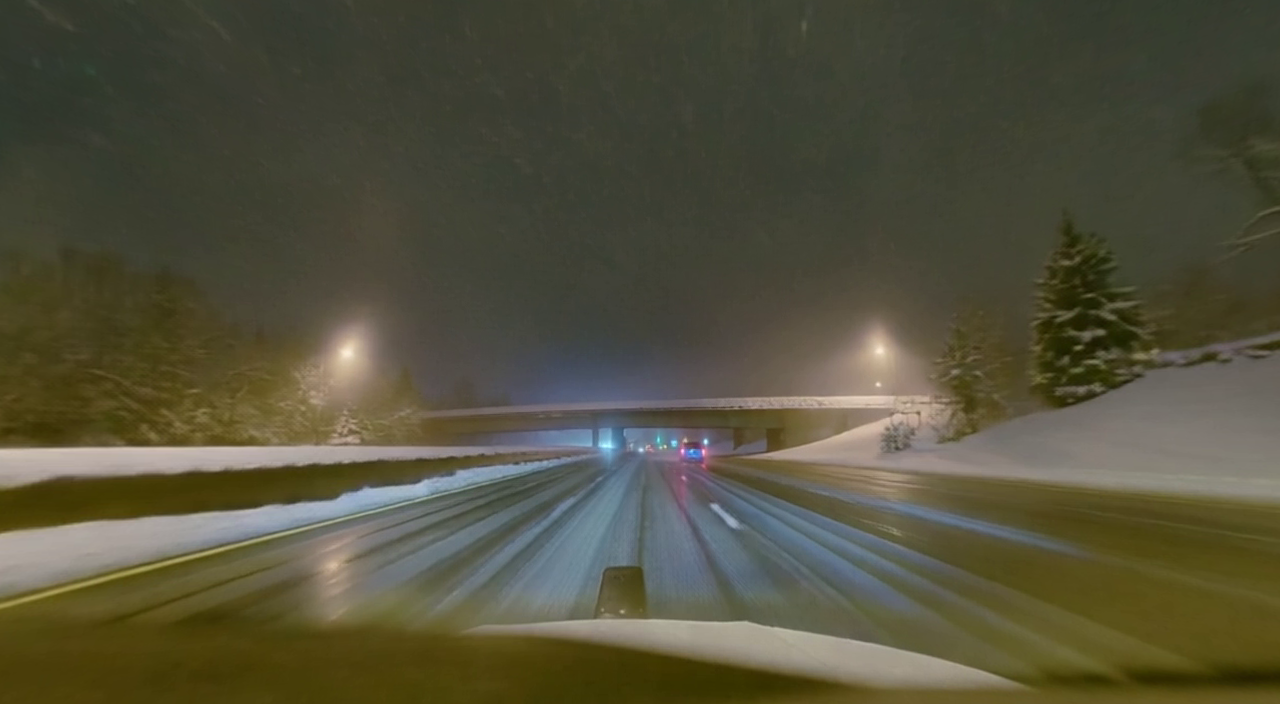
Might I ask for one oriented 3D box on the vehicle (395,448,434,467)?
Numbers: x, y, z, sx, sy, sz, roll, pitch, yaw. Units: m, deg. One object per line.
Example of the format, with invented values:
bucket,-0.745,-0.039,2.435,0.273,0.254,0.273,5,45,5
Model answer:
vehicle,-17.653,8.244,49.468,1.652,1.388,3.530,-1,-9,2
